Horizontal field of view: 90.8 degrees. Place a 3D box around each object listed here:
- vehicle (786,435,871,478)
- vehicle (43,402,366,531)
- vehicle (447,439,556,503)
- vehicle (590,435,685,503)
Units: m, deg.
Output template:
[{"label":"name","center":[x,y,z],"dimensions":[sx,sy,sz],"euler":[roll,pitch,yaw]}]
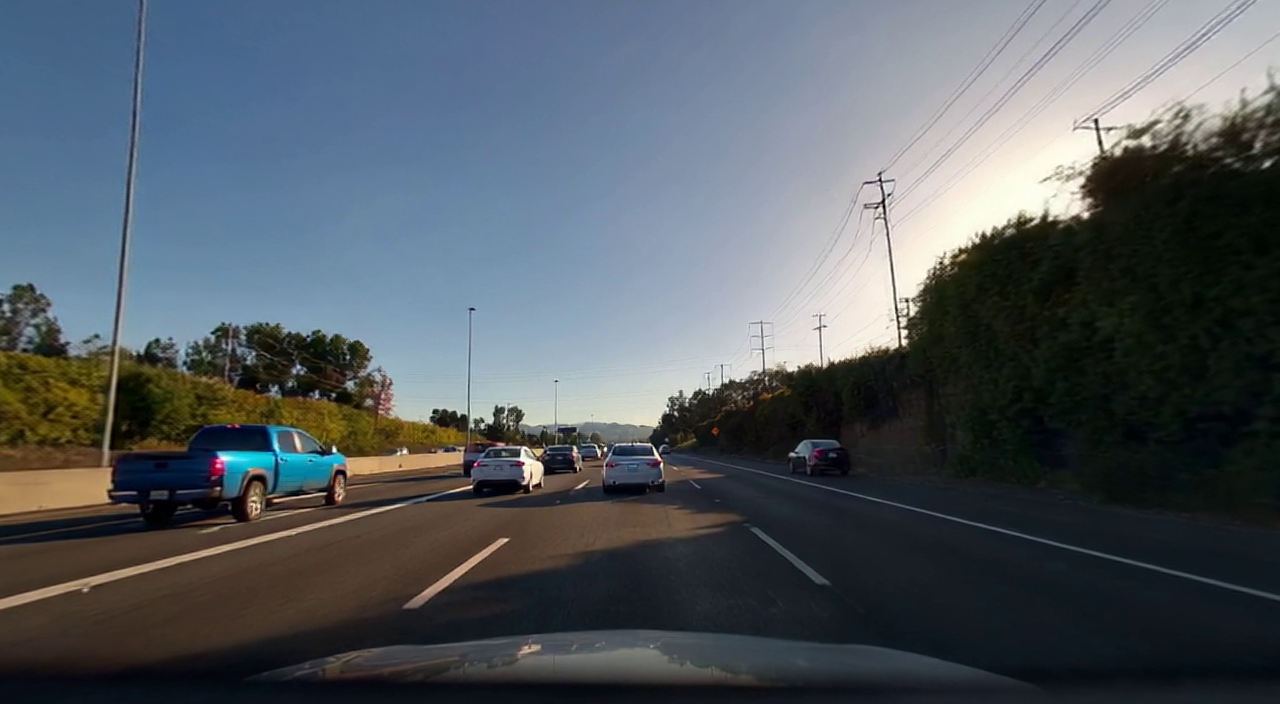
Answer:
[{"label":"vehicle","center":[8.139,4.570,27.808],"dimensions":[2.205,1.701,4.601],"euler":[0,-8,-1]},{"label":"vehicle","center":[-7.817,2.151,12.400],"dimensions":[2.194,1.922,5.637],"euler":[0,-8,2]},{"label":"vehicle","center":[-3.455,3.046,16.636],"dimensions":[1.899,1.437,4.131],"euler":[0,-8,1]},{"label":"vehicle","center":[-0.085,2.951,16.374],"dimensions":[2.102,1.499,4.439],"euler":[0,-8,-1]}]
